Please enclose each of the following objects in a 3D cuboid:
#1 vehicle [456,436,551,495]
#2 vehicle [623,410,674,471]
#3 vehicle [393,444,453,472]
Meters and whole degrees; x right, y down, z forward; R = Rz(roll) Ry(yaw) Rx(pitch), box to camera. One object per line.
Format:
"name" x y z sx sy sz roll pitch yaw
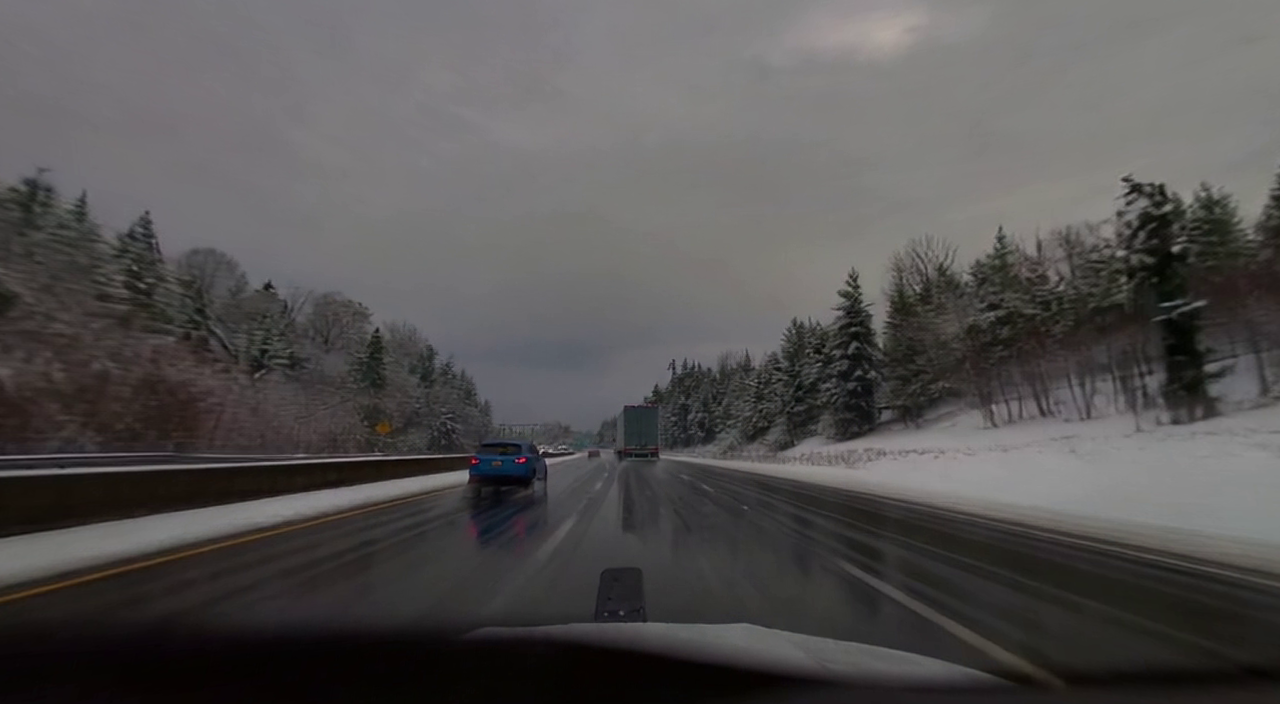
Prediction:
"vehicle" -4.025 3.409 19.268 1.977 1.602 3.944 0 -9 0
"vehicle" 0.391 5.987 42.136 2.893 3.628 9.081 0 -9 -2
"vehicle" -12.555 6.163 36.745 1.908 1.502 4.513 0 -9 -1
